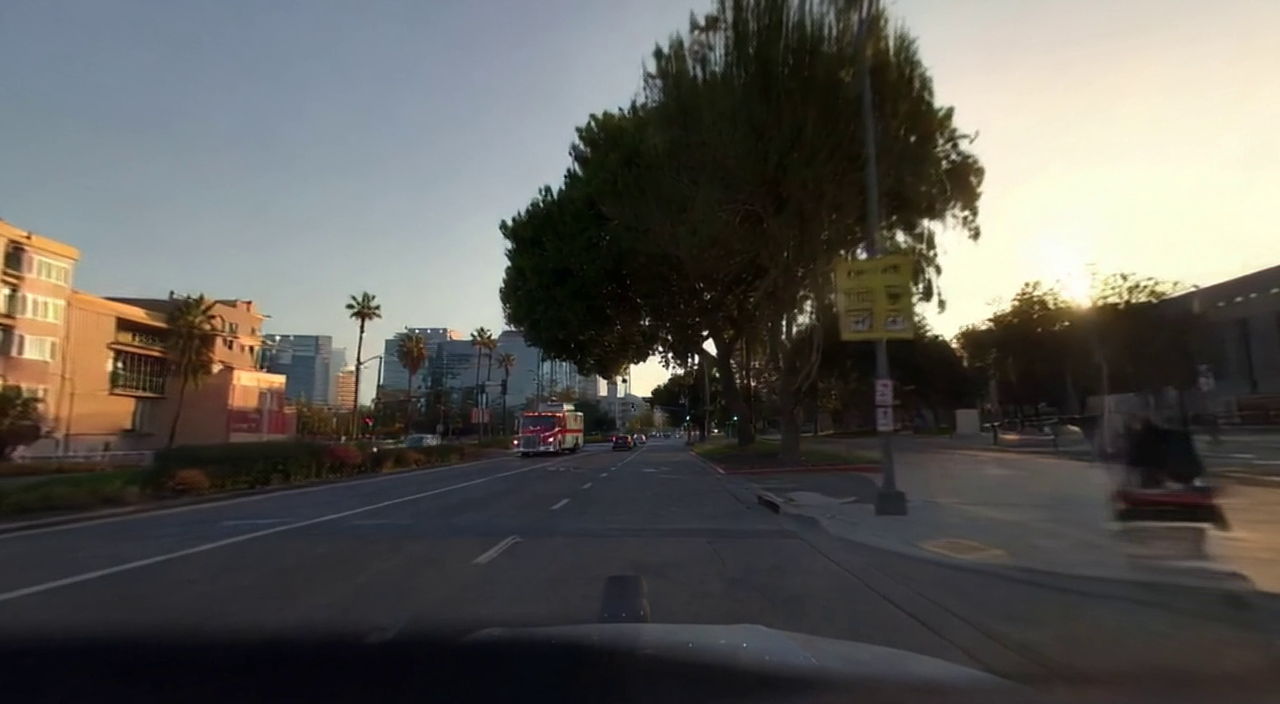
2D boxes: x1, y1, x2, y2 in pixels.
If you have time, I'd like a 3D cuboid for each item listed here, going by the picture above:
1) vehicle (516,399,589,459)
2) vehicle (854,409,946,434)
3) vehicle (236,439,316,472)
[{"bbox_3d":[-5.978,5.723,45.487,3.008,3.730,11.786,0,-8,3],"label":"vehicle"},{"bbox_3d":[15.690,4.214,38.082,4.663,1.457,2.045,0,-7,3],"label":"vehicle"},{"bbox_3d":[-21.447,6.117,37.224,1.988,1.811,4.399,0,-8,2],"label":"vehicle"}]
